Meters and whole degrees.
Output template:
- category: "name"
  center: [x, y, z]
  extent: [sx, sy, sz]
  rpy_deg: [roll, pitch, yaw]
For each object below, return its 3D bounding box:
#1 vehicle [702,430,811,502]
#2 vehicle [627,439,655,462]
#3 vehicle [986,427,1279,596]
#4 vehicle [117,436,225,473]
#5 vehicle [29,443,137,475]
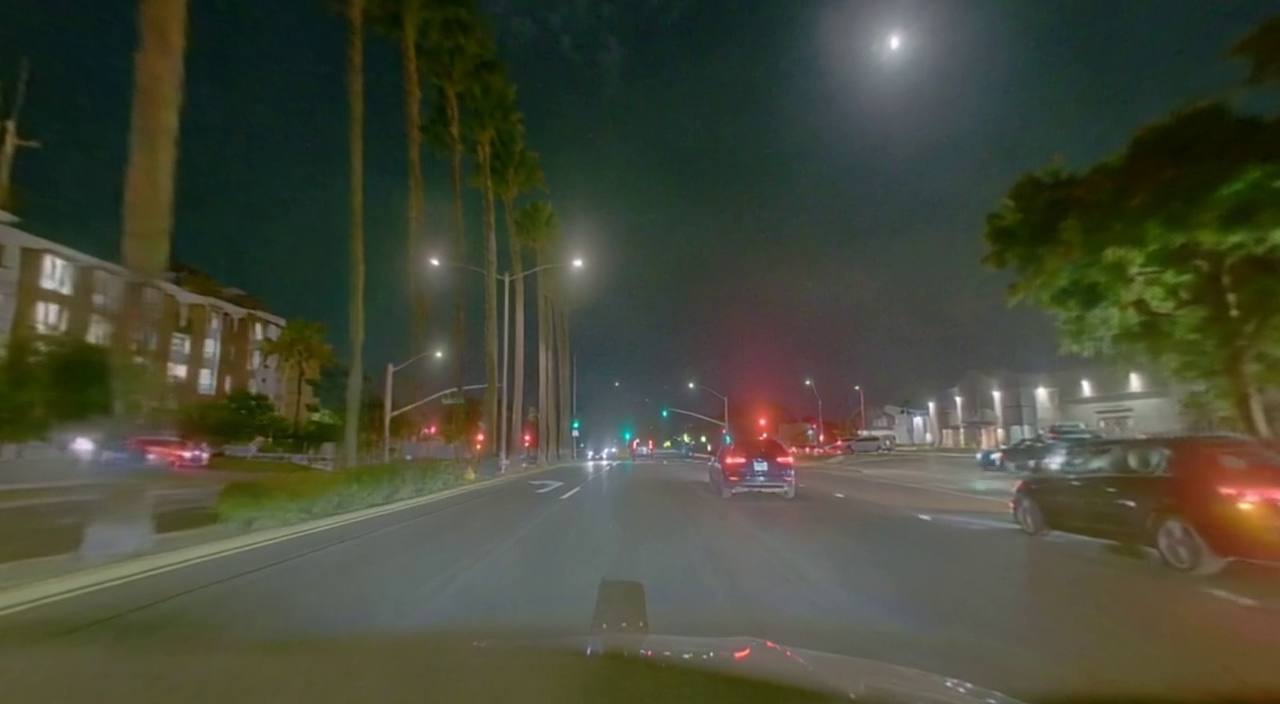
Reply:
- category: "vehicle"
  center: [2.885, 2.934, 16.619]
  extent: [2.009, 1.639, 4.267]
  rpy_deg: [0, -8, 0]
- category: "vehicle"
  center: [0.066, 7.741, 49.398]
  extent: [2.087, 1.709, 4.076]
  rpy_deg: [0, -8, 0]
- category: "vehicle"
  center: [6.559, 1.739, 7.842]
  extent: [1.890, 1.471, 4.566]
  rpy_deg: [0, -8, 0]
- category: "vehicle"
  center: [-25.869, 5.664, 35.048]
  extent: [2.070, 1.856, 5.069]
  rpy_deg: [0, -9, 0]
- category: "vehicle"
  center: [-30.931, 5.931, 35.218]
  extent: [1.898, 1.692, 4.455]
  rpy_deg: [0, -8, 0]
